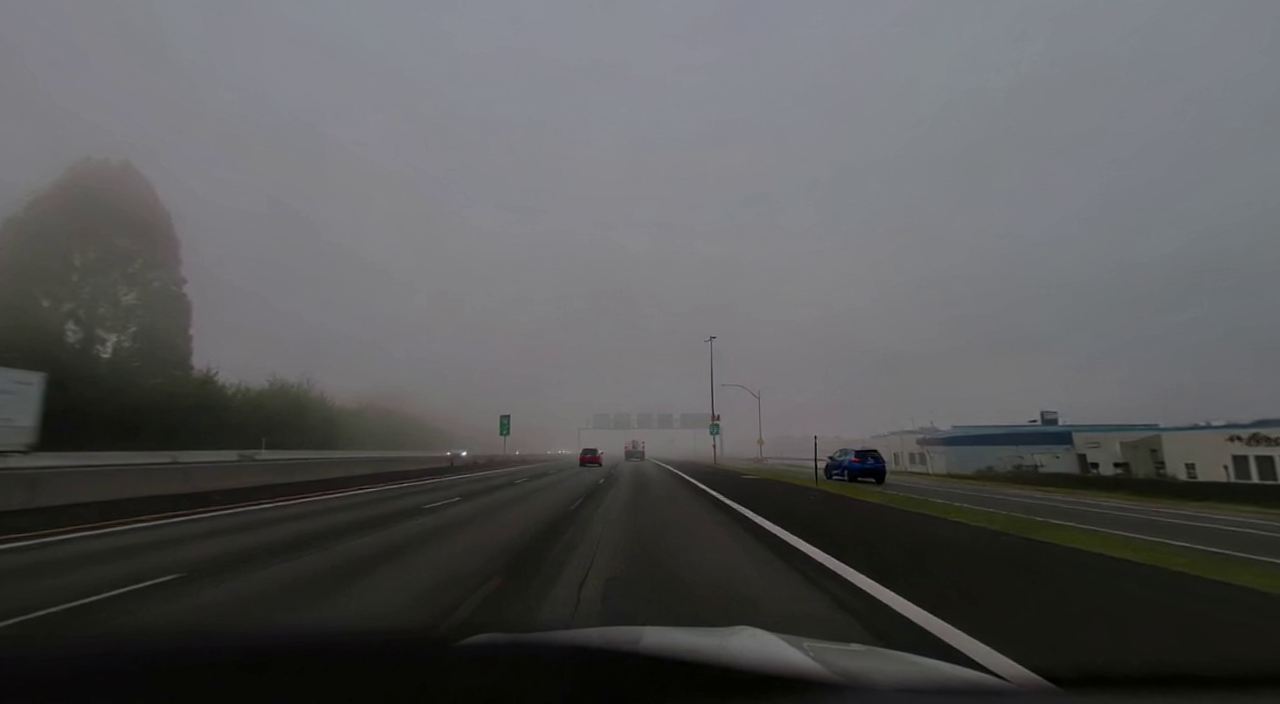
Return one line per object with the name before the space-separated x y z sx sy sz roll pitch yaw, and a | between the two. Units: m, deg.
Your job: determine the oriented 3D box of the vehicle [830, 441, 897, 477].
vehicle | 15.666 7.522 44.591 2.411 2.326 5.300 1 -9 -4
